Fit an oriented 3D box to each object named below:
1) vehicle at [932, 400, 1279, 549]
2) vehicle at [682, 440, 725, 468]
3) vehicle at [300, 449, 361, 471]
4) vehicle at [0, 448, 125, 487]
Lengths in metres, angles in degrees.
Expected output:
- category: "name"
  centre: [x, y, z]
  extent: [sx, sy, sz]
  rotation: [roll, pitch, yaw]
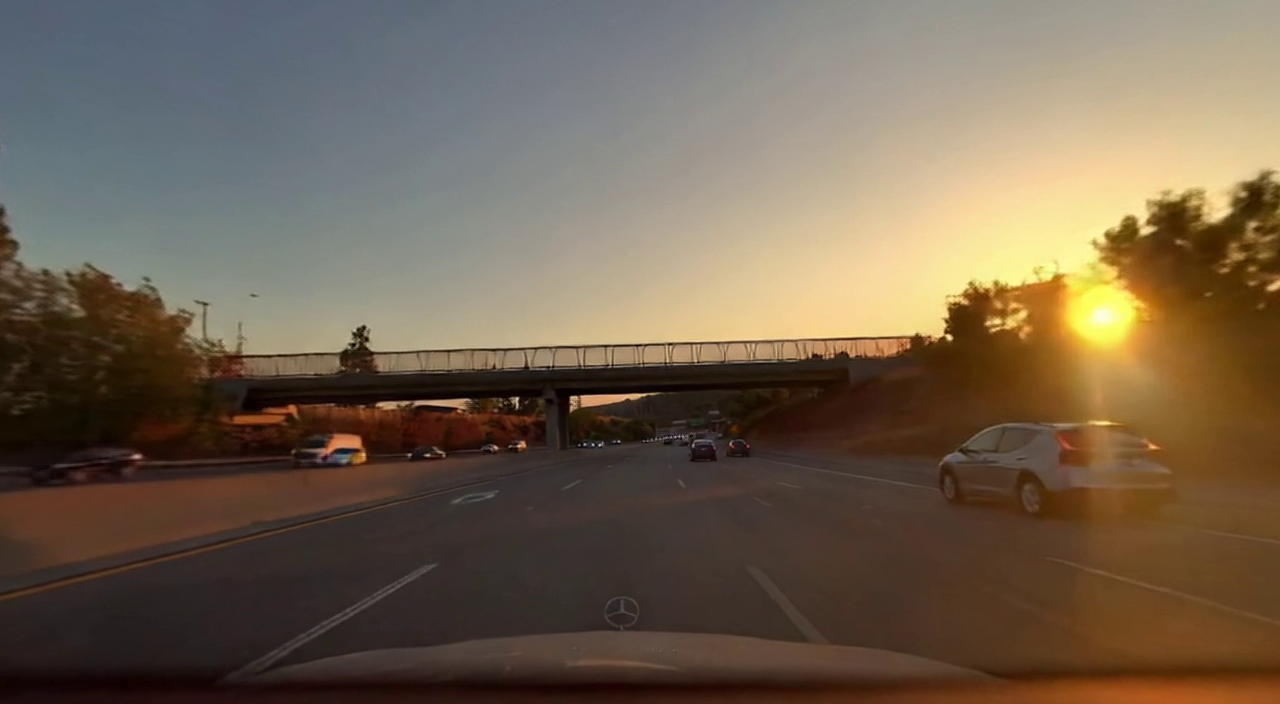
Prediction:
- category: "vehicle"
  centre: [7.063, 1.886, 10.355]
  extent: [2.087, 1.806, 4.946]
  rotation: [0, -9, -1]
- category: "vehicle"
  centre: [3.432, 5.646, 35.098]
  extent: [1.981, 1.471, 4.342]
  rotation: [0, -9, 1]
- category: "vehicle"
  centre: [-23.370, 8.171, 47.891]
  extent: [2.096, 1.515, 4.805]
  rotation: [-1, -9, 2]
- category: "vehicle"
  centre: [-27.639, 5.504, 30.371]
  extent: [1.952, 1.688, 4.454]
  rotation: [0, -9, 0]
